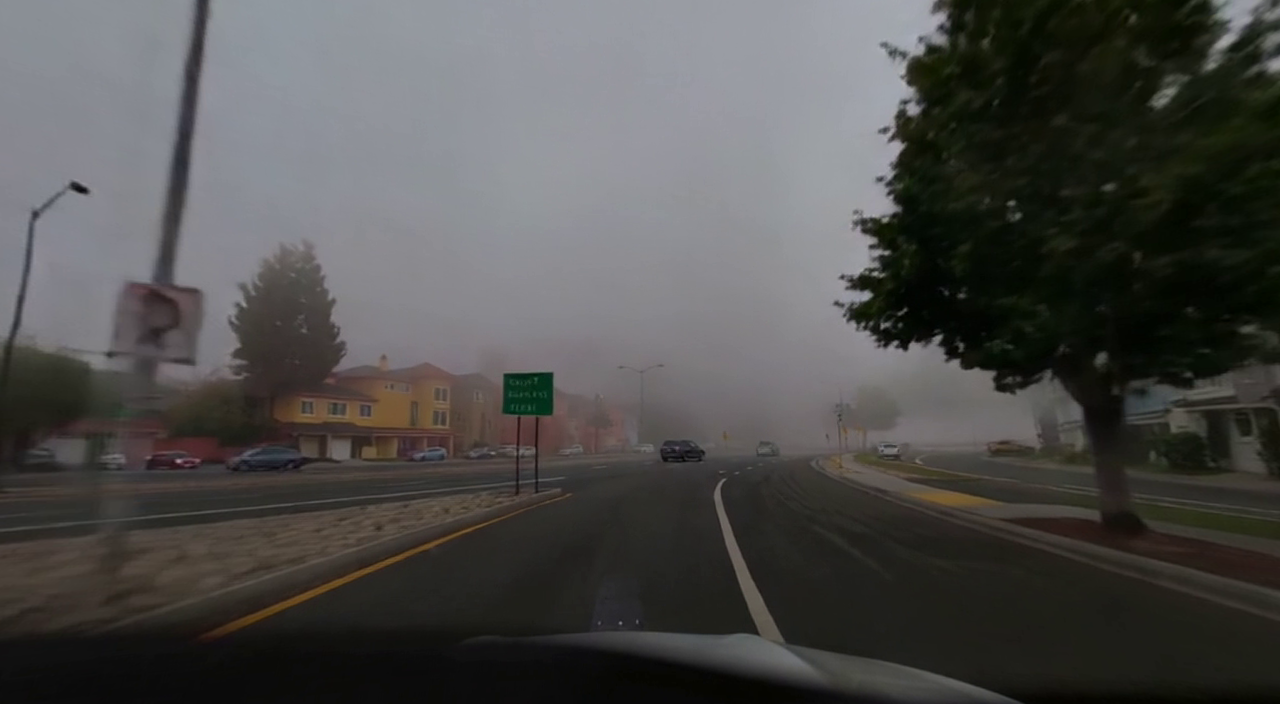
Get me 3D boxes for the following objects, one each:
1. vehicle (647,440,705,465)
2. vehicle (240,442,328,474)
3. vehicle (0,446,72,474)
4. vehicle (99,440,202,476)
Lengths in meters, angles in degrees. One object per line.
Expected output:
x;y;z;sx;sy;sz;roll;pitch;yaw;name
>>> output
2.428;6.571;41.374;2.081;1.489;4.863;-4;-10;26;vehicle
-18.240;5.418;32.516;1.753;1.553;3.575;-3;-9;20;vehicle
-36.652;6.476;38.027;4.207;1.612;1.951;-4;-9;24;vehicle
-29.831;6.548;38.678;1.944;1.714;4.408;-8;-16;22;vehicle
